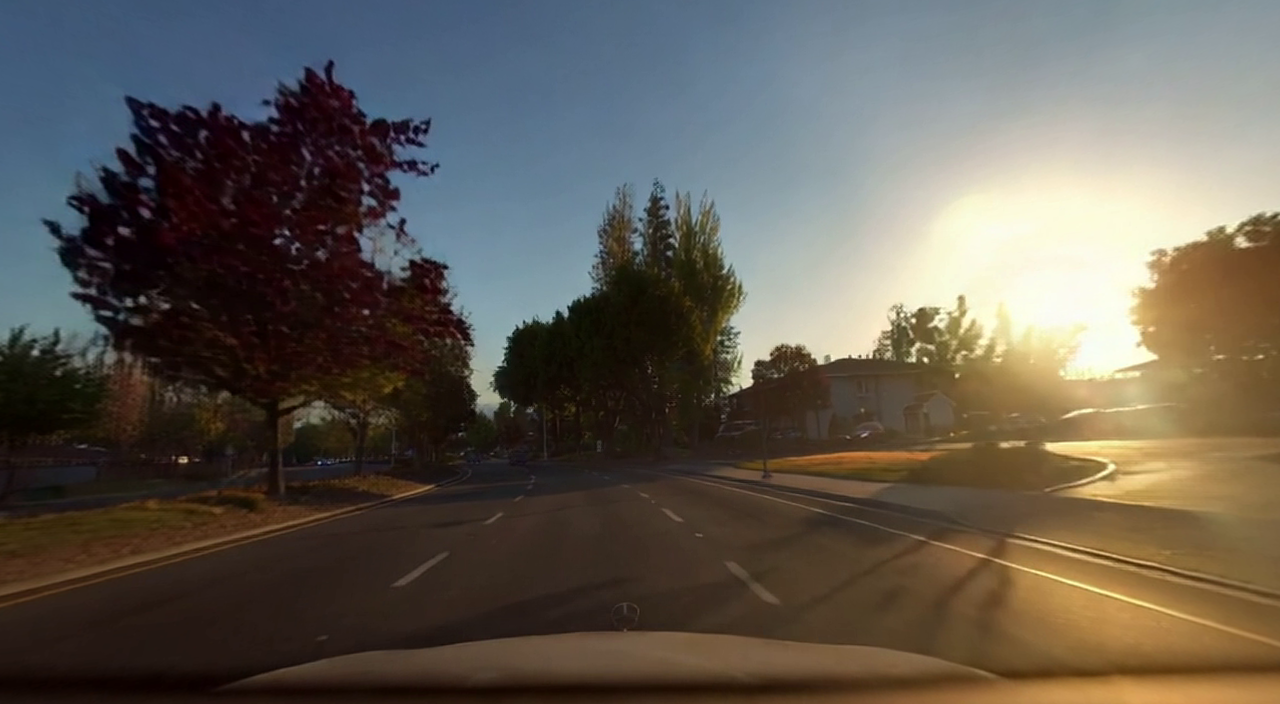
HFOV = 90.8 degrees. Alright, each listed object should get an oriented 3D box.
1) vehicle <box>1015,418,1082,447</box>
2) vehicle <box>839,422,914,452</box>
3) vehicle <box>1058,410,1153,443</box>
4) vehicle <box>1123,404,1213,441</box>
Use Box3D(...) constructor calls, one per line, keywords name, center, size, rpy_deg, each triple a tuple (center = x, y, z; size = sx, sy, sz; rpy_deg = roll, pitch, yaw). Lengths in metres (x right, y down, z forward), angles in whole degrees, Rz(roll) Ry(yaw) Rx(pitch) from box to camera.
Box3D(name="vehicle", center=(23.313, 4.629, 36.011), size=(4.230, 1.459, 1.889), rpy_deg=(7, -12, -39))
Box3D(name="vehicle", center=(16.531, 5.930, 44.137), size=(4.802, 1.900, 2.373), rpy_deg=(3, -8, -33))
Box3D(name="vehicle", center=(25.126, 4.086, 34.349), size=(2.033, 1.533, 4.370), rpy_deg=(-3, -9, 4))
Box3D(name="vehicle", center=(26.872, 3.649, 32.119), size=(4.147, 1.680, 2.441), rpy_deg=(6, -11, -36))
